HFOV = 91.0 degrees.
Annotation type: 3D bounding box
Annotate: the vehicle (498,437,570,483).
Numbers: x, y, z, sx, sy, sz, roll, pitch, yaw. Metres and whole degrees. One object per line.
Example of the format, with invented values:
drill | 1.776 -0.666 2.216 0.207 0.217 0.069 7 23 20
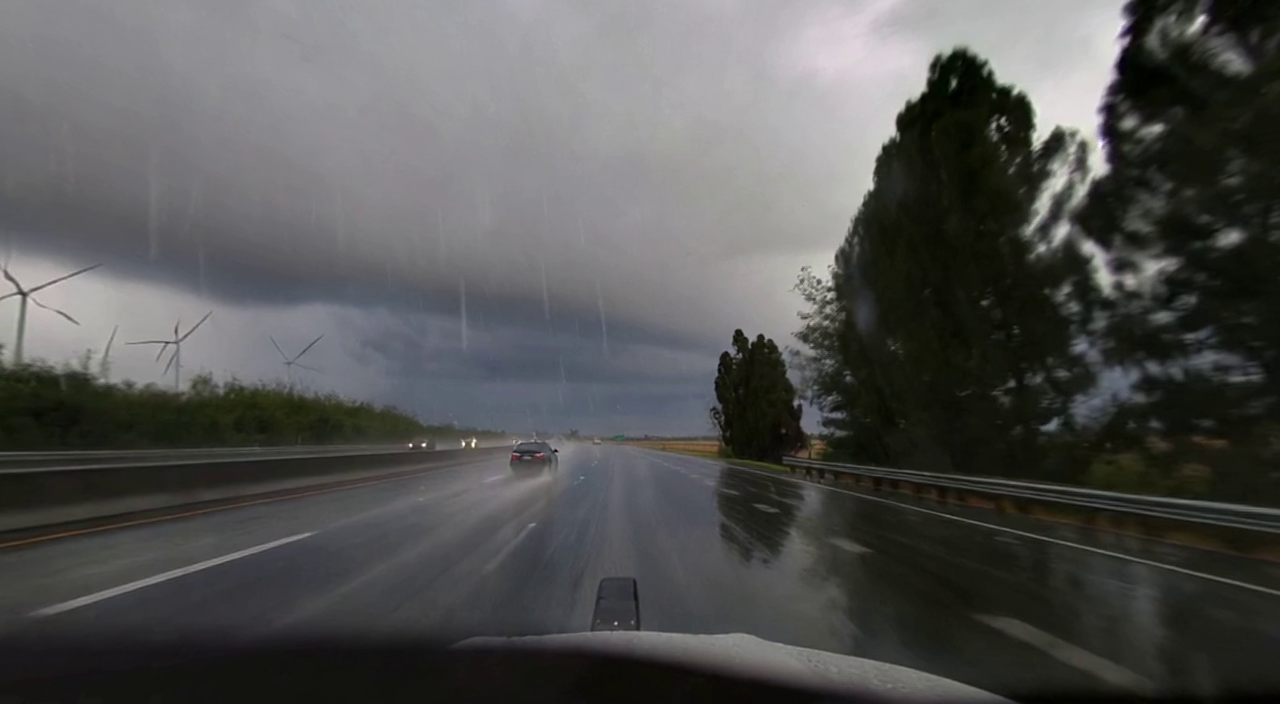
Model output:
vehicle | -3.840 3.974 23.514 2.053 1.549 4.097 0 -8 -1
